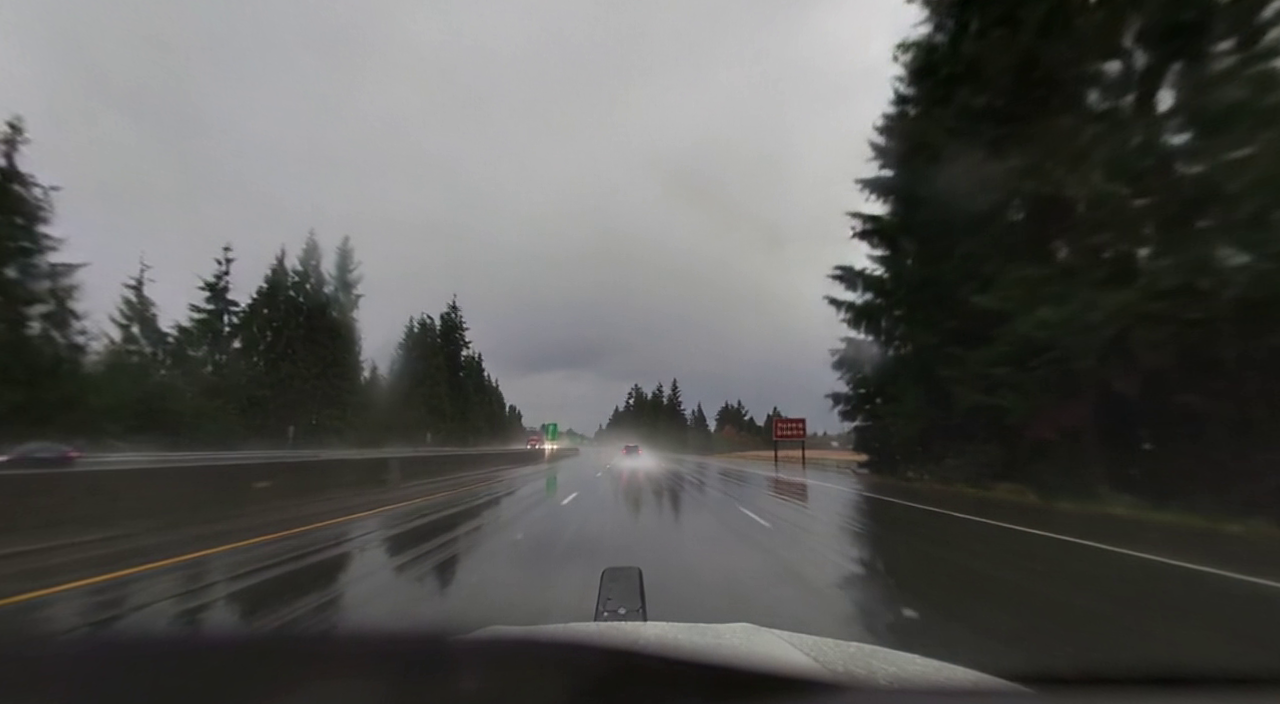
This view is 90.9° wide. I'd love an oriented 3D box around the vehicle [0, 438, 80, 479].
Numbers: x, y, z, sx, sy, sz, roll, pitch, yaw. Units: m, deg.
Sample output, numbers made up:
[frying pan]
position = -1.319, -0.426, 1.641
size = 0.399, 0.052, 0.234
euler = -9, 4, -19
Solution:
[vehicle]
position = -24.300, 4.057, 24.076
size = 1.985, 1.458, 4.373
euler = 1, -9, -5
